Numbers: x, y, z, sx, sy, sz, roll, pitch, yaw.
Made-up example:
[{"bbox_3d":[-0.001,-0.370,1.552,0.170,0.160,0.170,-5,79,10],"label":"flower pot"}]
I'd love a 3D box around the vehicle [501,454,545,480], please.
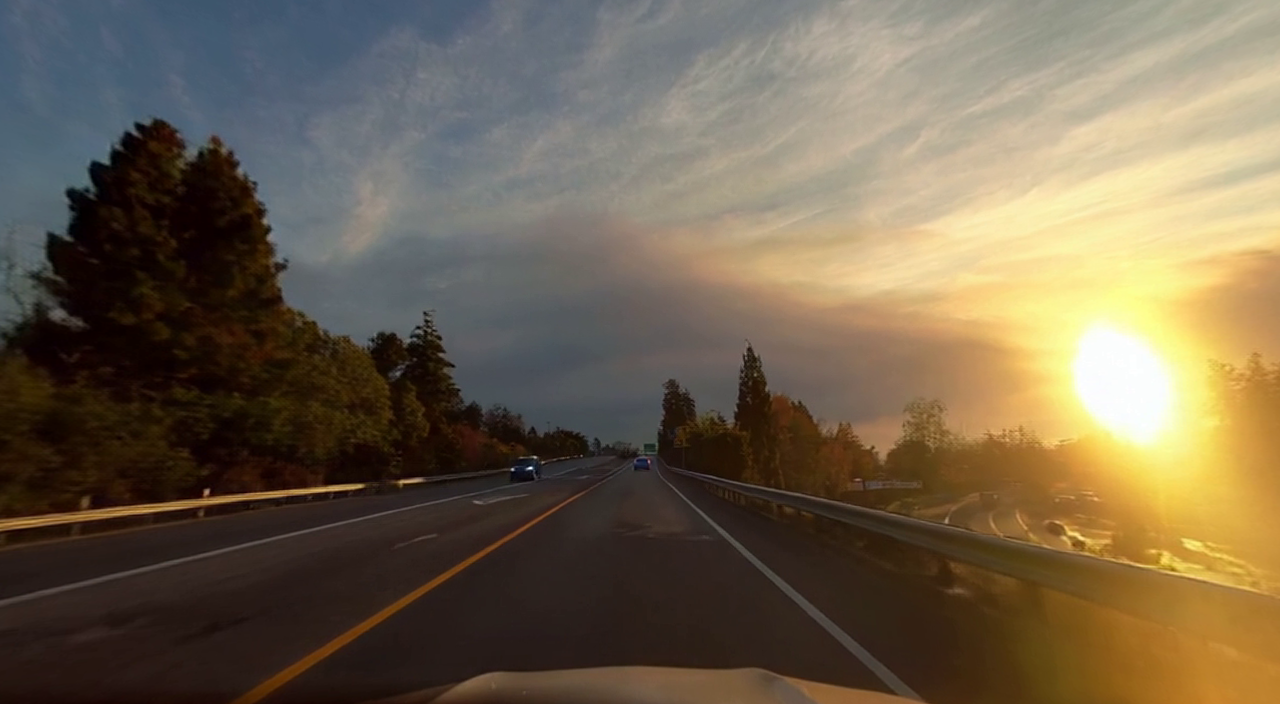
[{"bbox_3d":[-7.669,7.560,41.636,2.003,1.554,3.757,0,-9,2],"label":"vehicle"}]
